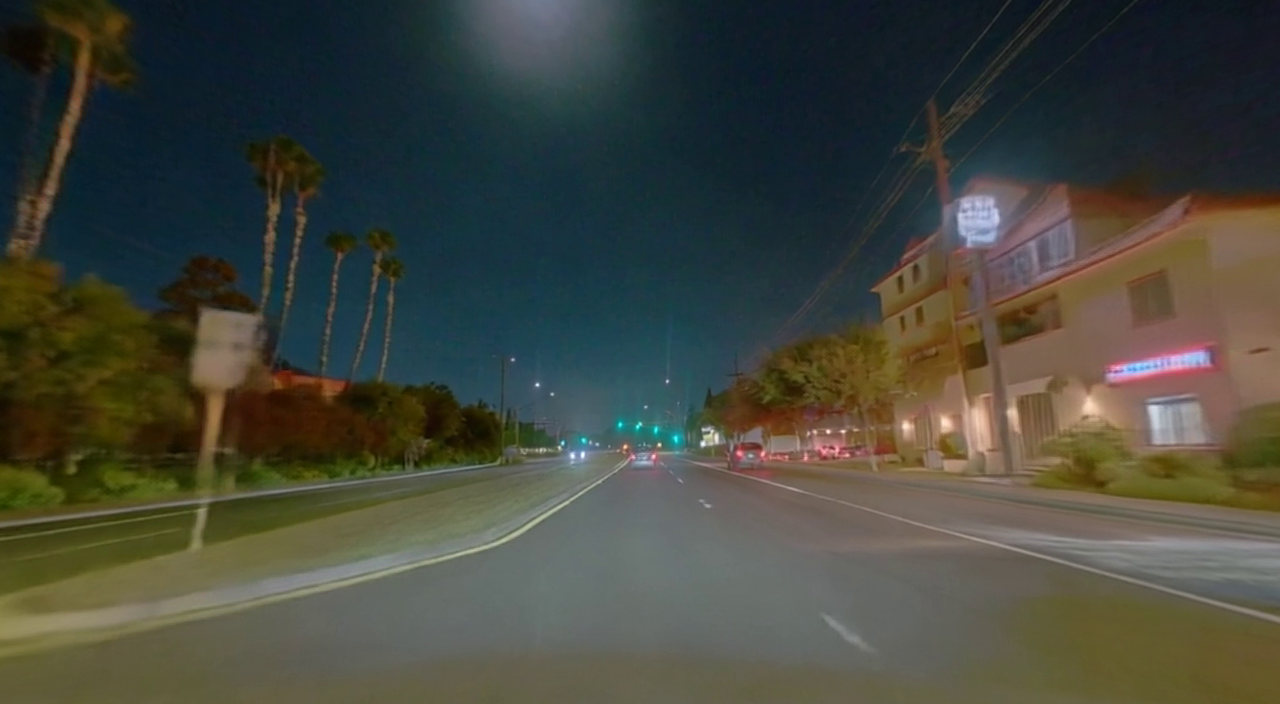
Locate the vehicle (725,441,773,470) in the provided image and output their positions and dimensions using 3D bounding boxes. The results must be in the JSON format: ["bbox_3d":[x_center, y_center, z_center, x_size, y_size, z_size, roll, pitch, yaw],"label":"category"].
[{"bbox_3d":[6.867,6.585,40.183,2.252,1.718,4.617,0,-9,0],"label":"vehicle"}]

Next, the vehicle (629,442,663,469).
[{"bbox_3d":[0.405,7.013,42.879,2.138,1.702,4.168,0,-9,1],"label":"vehicle"}]
